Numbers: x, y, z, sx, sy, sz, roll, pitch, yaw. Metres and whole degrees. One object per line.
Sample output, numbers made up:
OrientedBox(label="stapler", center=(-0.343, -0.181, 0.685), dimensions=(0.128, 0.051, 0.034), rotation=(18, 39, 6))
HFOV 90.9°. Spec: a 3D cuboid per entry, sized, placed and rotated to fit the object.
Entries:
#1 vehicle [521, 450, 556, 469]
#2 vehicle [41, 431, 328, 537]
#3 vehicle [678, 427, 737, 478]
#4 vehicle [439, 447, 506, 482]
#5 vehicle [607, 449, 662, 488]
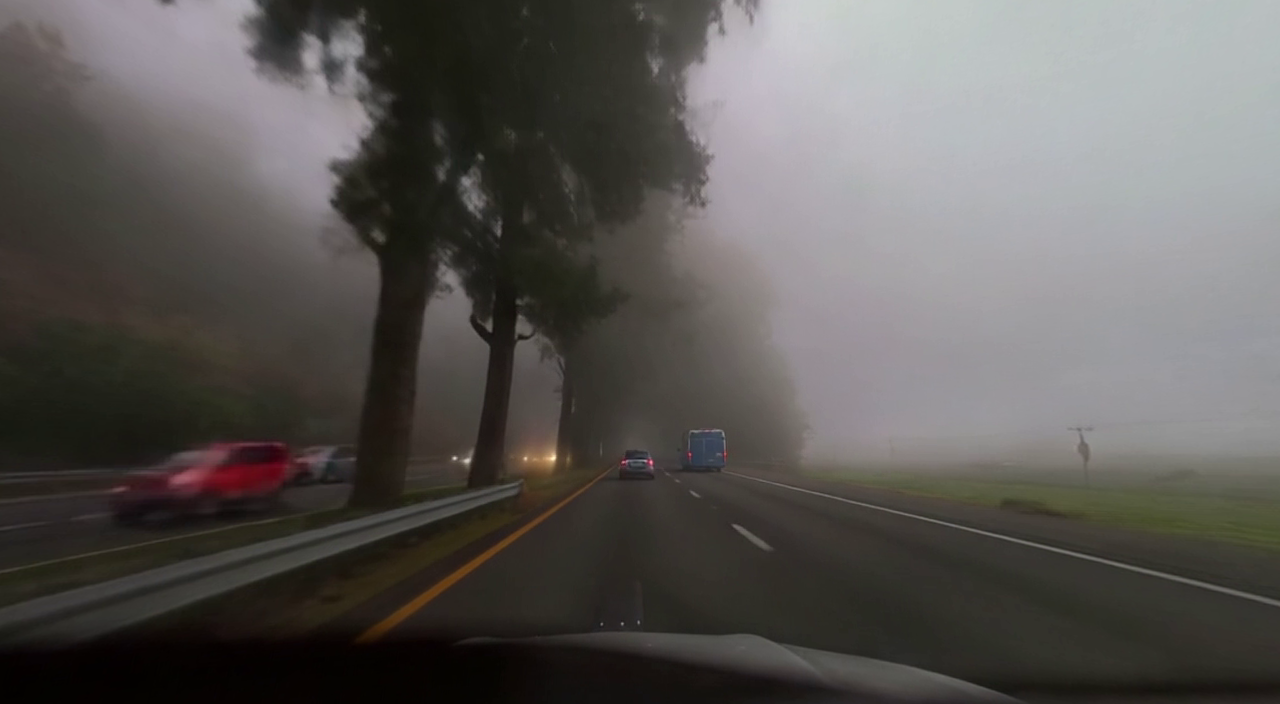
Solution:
OrientedBox(label="vehicle", center=(-7.831, 8.280, 48.824), dimensions=(1.970, 1.383, 4.178), rotation=(0, -9, 0))
OrientedBox(label="vehicle", center=(-7.365, 2.157, 10.853), dimensions=(1.833, 1.444, 4.120), rotation=(0, -9, 0))
OrientedBox(label="vehicle", center=(3.688, 5.656, 35.617), dimensions=(2.513, 2.633, 5.930), rotation=(0, -9, -2))
OrientedBox(label="vehicle", center=(-7.671, 5.166, 29.282), dimensions=(1.898, 1.464, 4.386), rotation=(0, -9, 0))
OrientedBox(label="vehicle", center=(-0.224, 4.670, 25.514), dimensions=(2.037, 1.417, 3.885), rotation=(0, -9, 0))
